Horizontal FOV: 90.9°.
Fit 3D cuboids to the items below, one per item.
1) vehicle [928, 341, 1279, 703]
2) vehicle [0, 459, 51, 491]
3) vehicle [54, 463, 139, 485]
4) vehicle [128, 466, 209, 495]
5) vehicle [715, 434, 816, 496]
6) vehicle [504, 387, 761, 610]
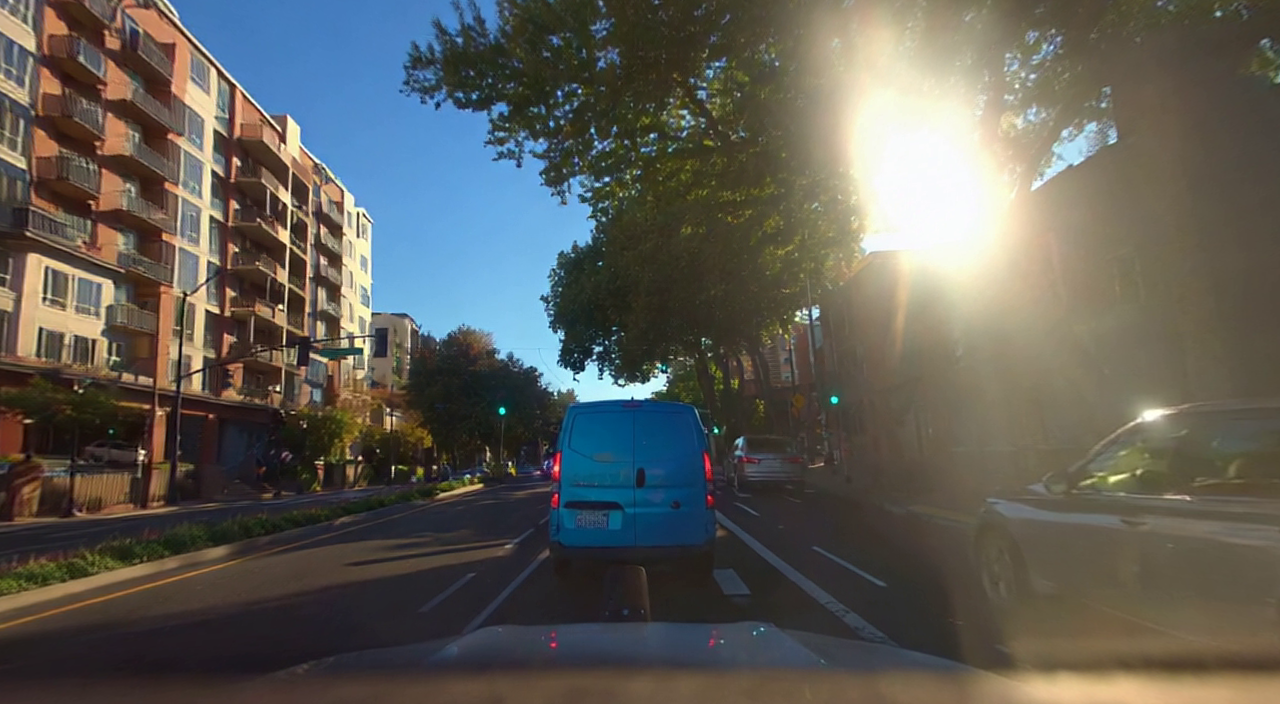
[{"bbox_3d":[3.794,1.000,3.765,2.157,1.748,4.130,0,-9,0],"label":"vehicle"},{"bbox_3d":[-35.550,6.832,35.143,3.843,1.680,1.782,-1,-9,6],"label":"vehicle"},{"bbox_3d":[-38.403,8.631,44.625,4.396,1.458,1.809,-1,-9,2],"label":"vehicle"},{"bbox_3d":[-33.239,9.073,44.507,4.292,1.492,1.772,-6,-14,-1],"label":"vehicle"},{"bbox_3d":[3.750,3.479,19.785,2.061,1.676,4.734,0,-9,-2],"label":"vehicle"},{"bbox_3d":[-0.050,1.528,7.408,2.101,1.828,4.270,0,-9,0],"label":"vehicle"}]
